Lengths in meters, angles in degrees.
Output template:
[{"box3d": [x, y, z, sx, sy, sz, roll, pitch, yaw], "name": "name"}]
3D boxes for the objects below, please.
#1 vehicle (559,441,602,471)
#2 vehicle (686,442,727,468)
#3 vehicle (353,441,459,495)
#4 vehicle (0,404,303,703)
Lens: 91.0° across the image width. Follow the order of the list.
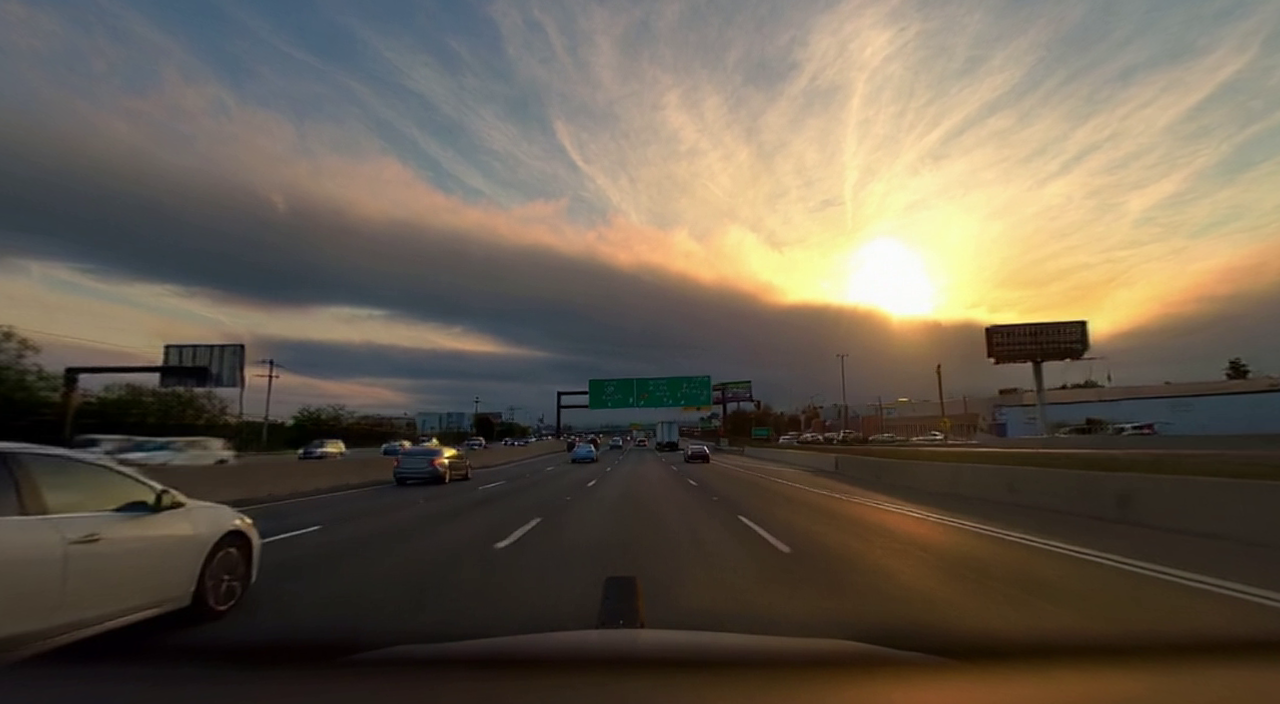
[{"box3d": [-3.341, 5.990, 36.274, 2.001, 1.577, 4.055, 0, -9, 1], "name": "vehicle"}, {"box3d": [4.167, 6.598, 40.402, 2.135, 1.532, 4.506, 0, -9, 0], "name": "vehicle"}, {"box3d": [-7.210, 3.613, 19.811, 1.865, 1.518, 3.620, 0, -9, 1], "name": "vehicle"}, {"box3d": [-3.797, 1.017, 2.945, 2.008, 1.504, 4.264, 0, -9, 1], "name": "vehicle"}]
